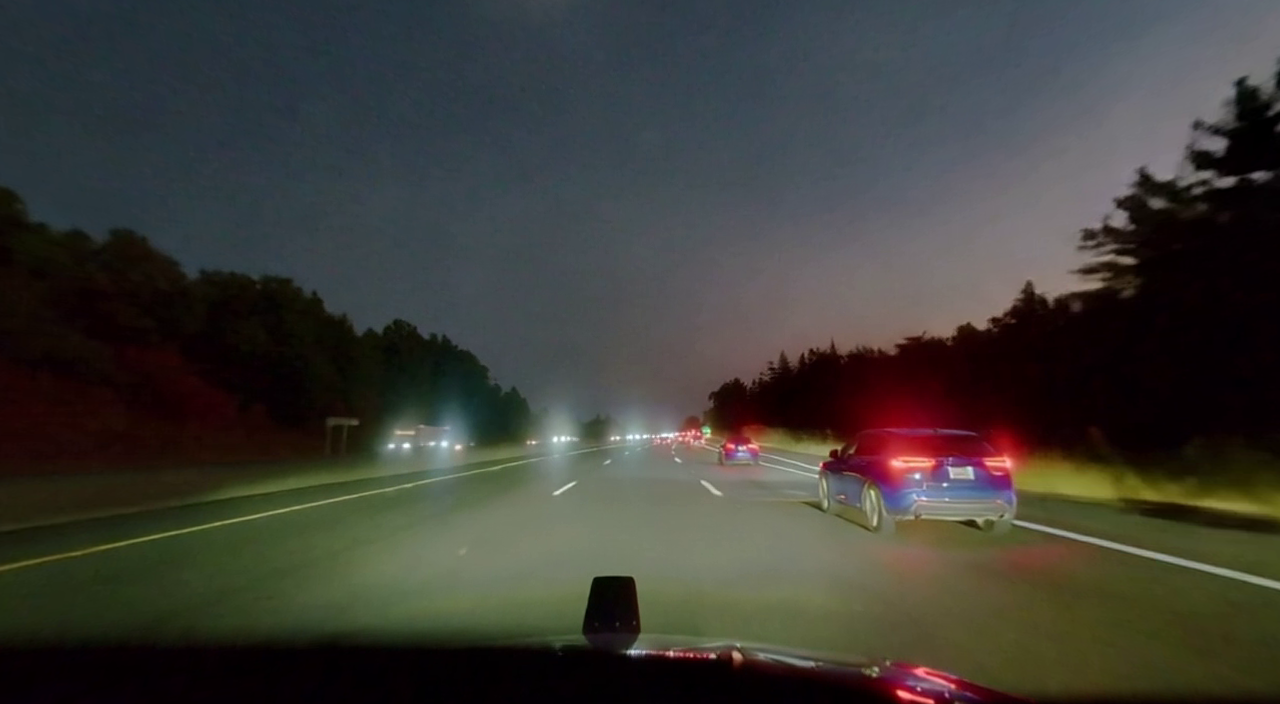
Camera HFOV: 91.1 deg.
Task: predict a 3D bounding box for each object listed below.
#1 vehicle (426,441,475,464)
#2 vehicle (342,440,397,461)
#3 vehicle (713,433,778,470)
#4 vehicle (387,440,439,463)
[{"bbox_3d":[-12.093,6.436,40.431,1.832,1.414,3.704,0,-8,3],"label":"vehicle"},{"bbox_3d":[-19.369,7.050,45.247,1.826,1.456,4.471,0,-8,2],"label":"vehicle"},{"bbox_3d":[4.412,4.224,26.989,1.982,1.452,4.294,0,-8,-1],"label":"vehicle"},{"bbox_3d":[-15.693,6.856,43.710,1.817,1.467,4.429,0,-8,2],"label":"vehicle"}]
